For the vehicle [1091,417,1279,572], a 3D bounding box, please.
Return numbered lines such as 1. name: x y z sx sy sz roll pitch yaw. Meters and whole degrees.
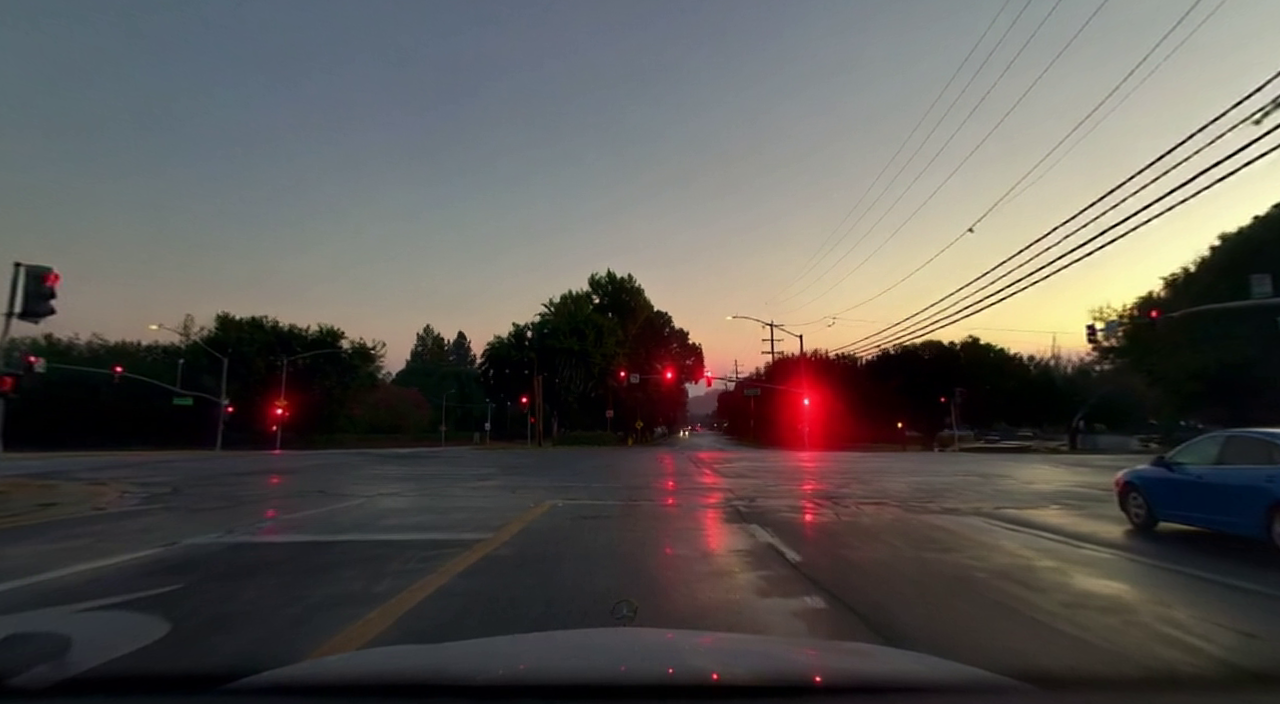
1. vehicle: 7.380 1.552 7.149 1.797 1.544 3.685 0 -8 0
